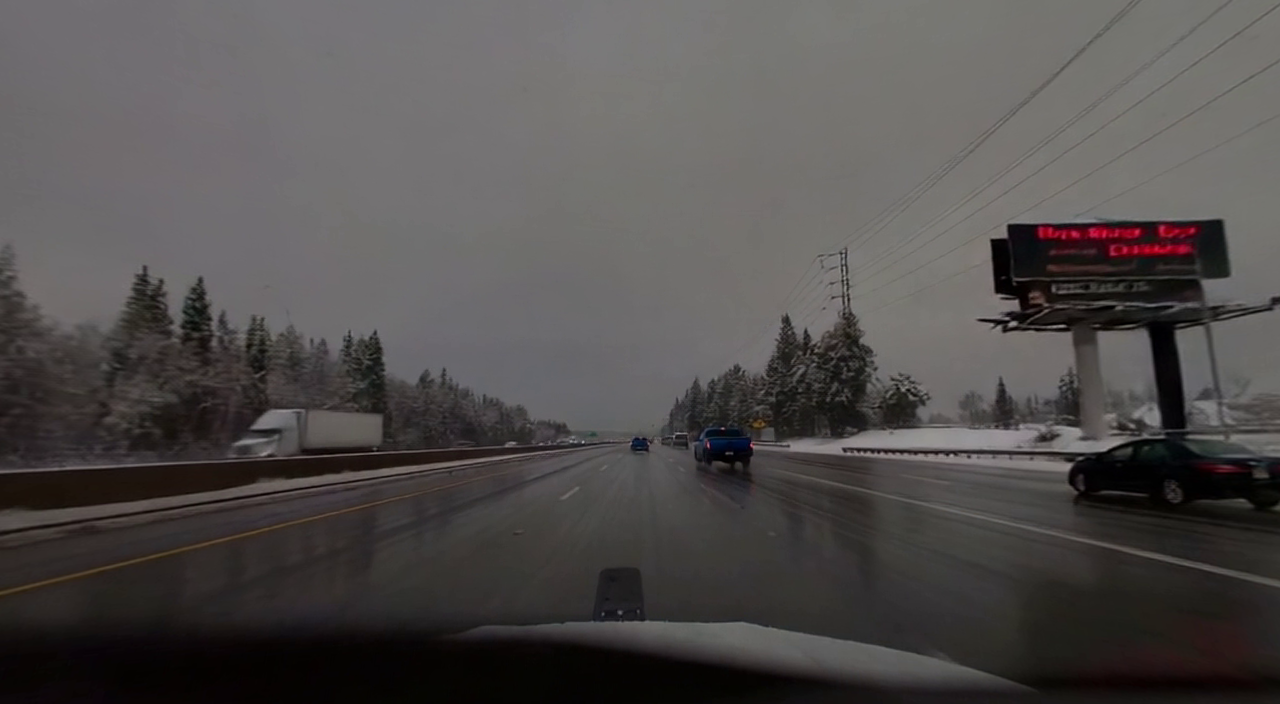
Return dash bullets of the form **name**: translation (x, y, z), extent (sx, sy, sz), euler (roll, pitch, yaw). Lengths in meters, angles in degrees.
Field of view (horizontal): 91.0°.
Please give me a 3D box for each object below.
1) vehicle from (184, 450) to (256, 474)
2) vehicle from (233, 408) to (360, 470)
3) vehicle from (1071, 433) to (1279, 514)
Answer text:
- **vehicle**: translation (-28.502, 7.438, 42.839), extent (1.947, 1.483, 4.263), euler (0, -8, 0)
- **vehicle**: translation (-24.635, 6.434, 46.238), extent (2.978, 4.010, 11.230), euler (0, -8, 0)
- **vehicle**: translation (12.128, 2.563, 13.840), extent (2.076, 1.470, 4.644), euler (0, -8, 1)
